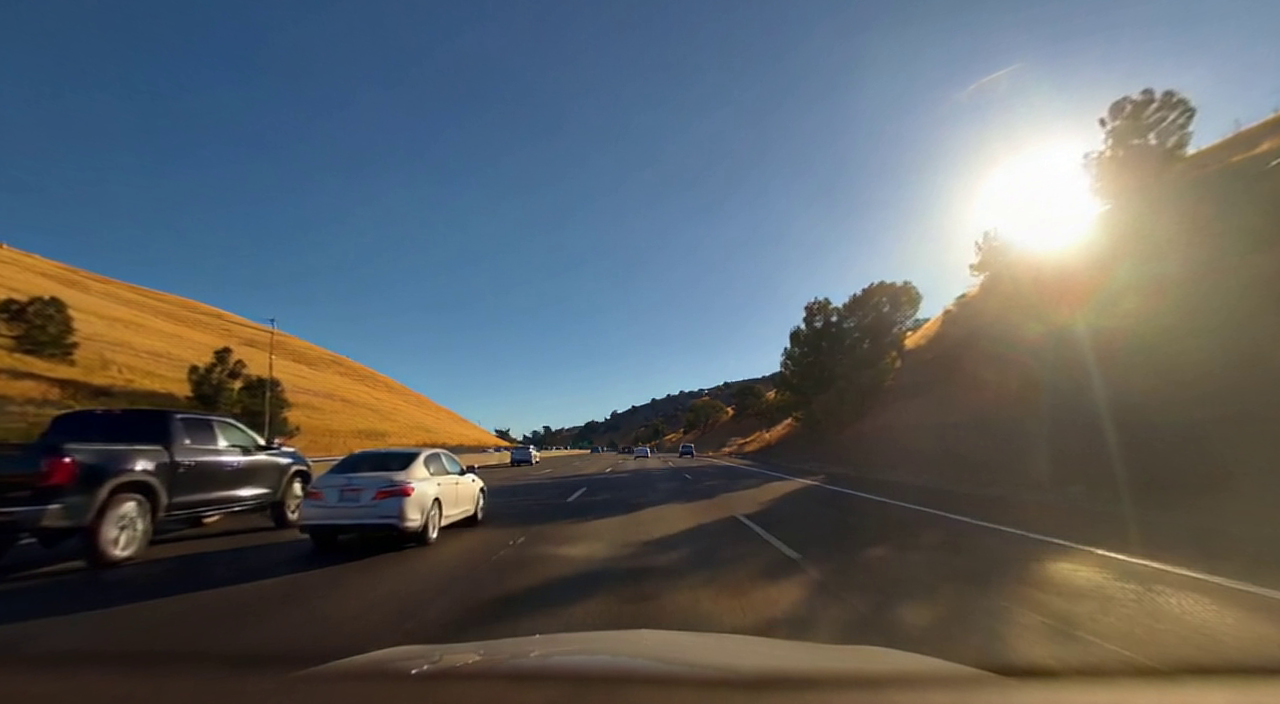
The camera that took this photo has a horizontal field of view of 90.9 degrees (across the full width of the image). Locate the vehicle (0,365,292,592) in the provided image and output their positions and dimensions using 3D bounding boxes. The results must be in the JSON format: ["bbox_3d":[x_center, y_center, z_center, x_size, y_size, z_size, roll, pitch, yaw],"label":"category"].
[{"bbox_3d":[-7.128,1.379,7.267,2.589,2.063,6.206,0,-8,1],"label":"vehicle"}]

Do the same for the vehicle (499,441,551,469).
[{"bbox_3d":[-6.667,6.028,37.089,2.047,1.532,4.980,0,-8,1],"label":"vehicle"}]

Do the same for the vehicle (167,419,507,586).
[{"bbox_3d":[-3.334,1.744,8.242,2.091,1.552,4.516,0,-8,2],"label":"vehicle"}]
